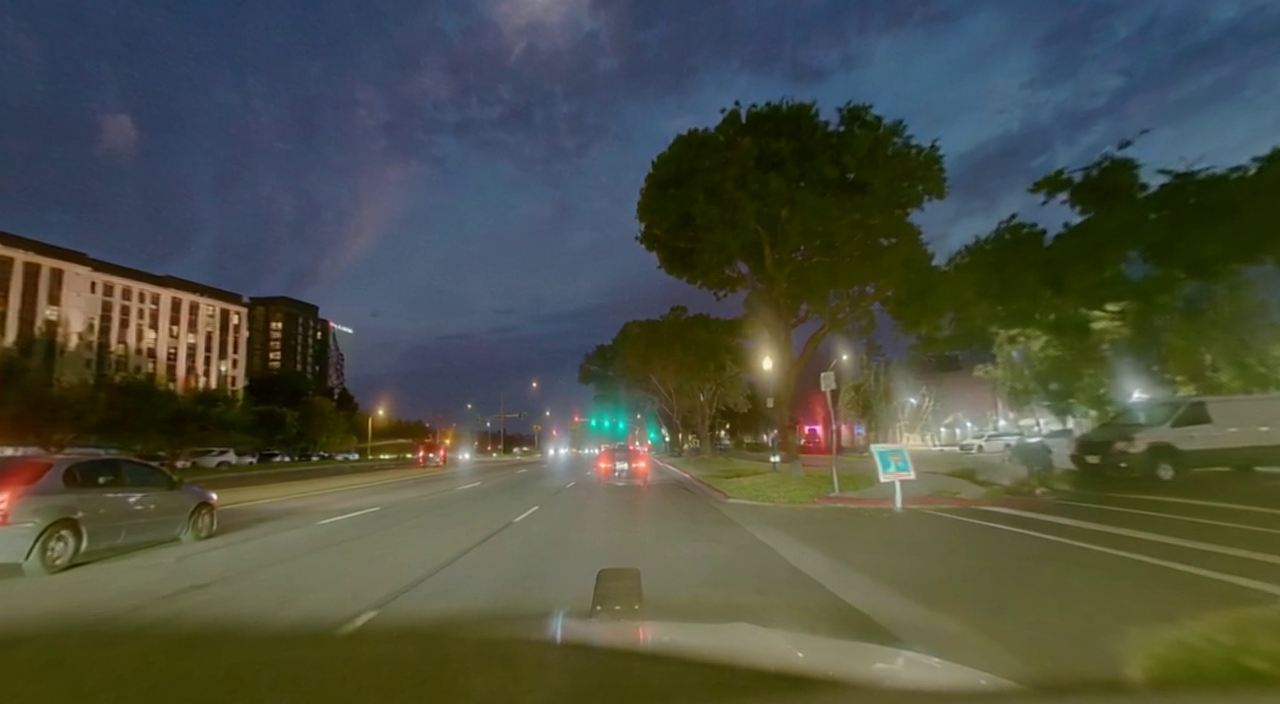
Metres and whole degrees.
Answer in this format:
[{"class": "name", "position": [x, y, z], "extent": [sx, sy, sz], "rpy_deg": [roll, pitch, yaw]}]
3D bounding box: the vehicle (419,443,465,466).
[{"class": "vehicle", "position": [-14.996, 7.782, 48.062], "extent": [2.064, 1.686, 4.380], "rpy_deg": [0, -9, 0]}]

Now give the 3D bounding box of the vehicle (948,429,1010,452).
[{"class": "vehicle", "position": [24.783, 6.479, 46.246], "extent": [3.437, 1.408, 1.759], "rpy_deg": [-4, -9, -5]}]

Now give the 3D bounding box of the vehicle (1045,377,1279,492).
[{"class": "vehicle", "position": [12.576, 1.717, 14.021], "extent": [5.253, 2.014, 2.666], "rpy_deg": [-4, -8, -5]}]

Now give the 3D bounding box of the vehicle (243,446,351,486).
[{"class": "vehicle", "position": [-13.971, 4.650, 26.091], "extent": [2.024, 1.484, 4.592], "rpy_deg": [1, -9, -2]}]

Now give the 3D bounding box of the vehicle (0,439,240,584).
[{"class": "vehicle", "position": [-7.471, 1.848, 7.931], "extent": [1.906, 1.449, 4.576], "rpy_deg": [0, -9, -1]}]

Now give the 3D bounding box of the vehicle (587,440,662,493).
[{"class": "vehicle", "position": [-0.484, 3.570, 20.015], "extent": [2.099, 1.469, 4.389], "rpy_deg": [0, -9, -1]}]
